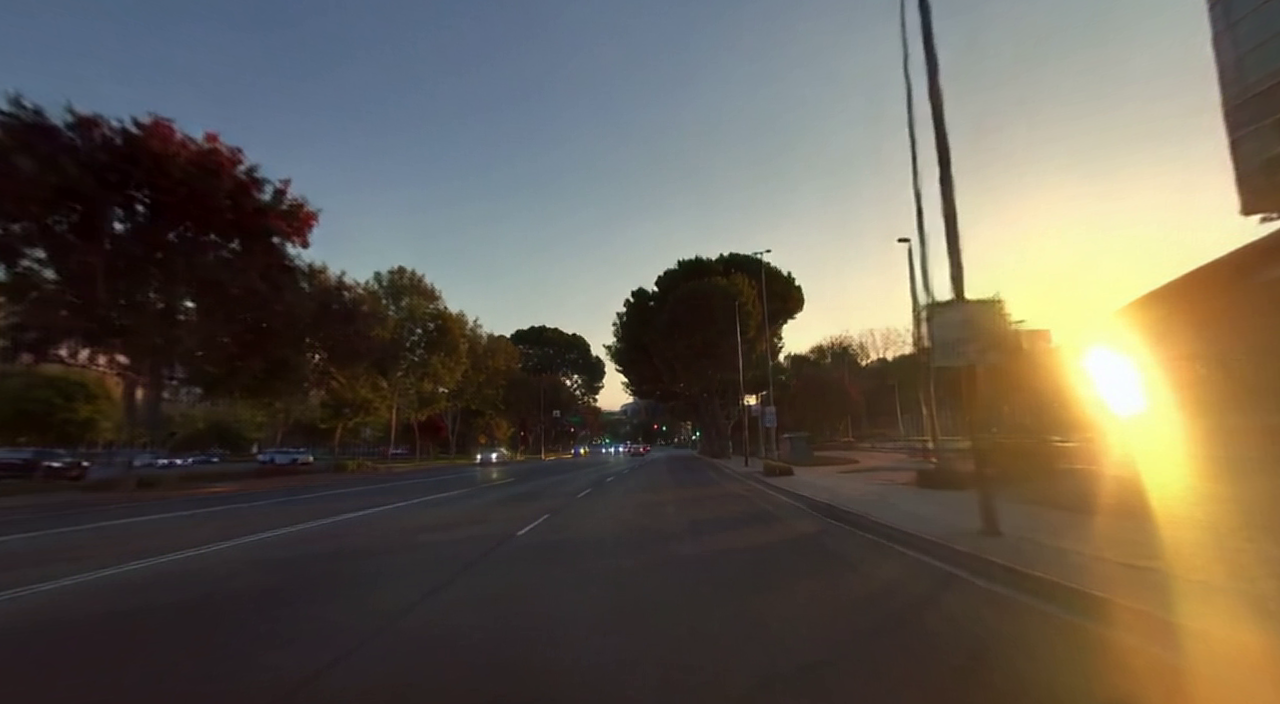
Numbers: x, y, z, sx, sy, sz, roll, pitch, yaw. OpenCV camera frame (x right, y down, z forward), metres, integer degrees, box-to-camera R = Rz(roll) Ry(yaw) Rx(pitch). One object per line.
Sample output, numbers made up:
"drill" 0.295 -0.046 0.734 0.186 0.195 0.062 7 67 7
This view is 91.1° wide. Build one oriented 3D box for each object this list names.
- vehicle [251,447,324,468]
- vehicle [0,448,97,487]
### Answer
"vehicle" -28.019 8.382 49.970 4.692 1.576 1.864 0 -9 -1
"vehicle" -27.786 5.164 28.305 4.816 1.655 1.928 0 -9 2
